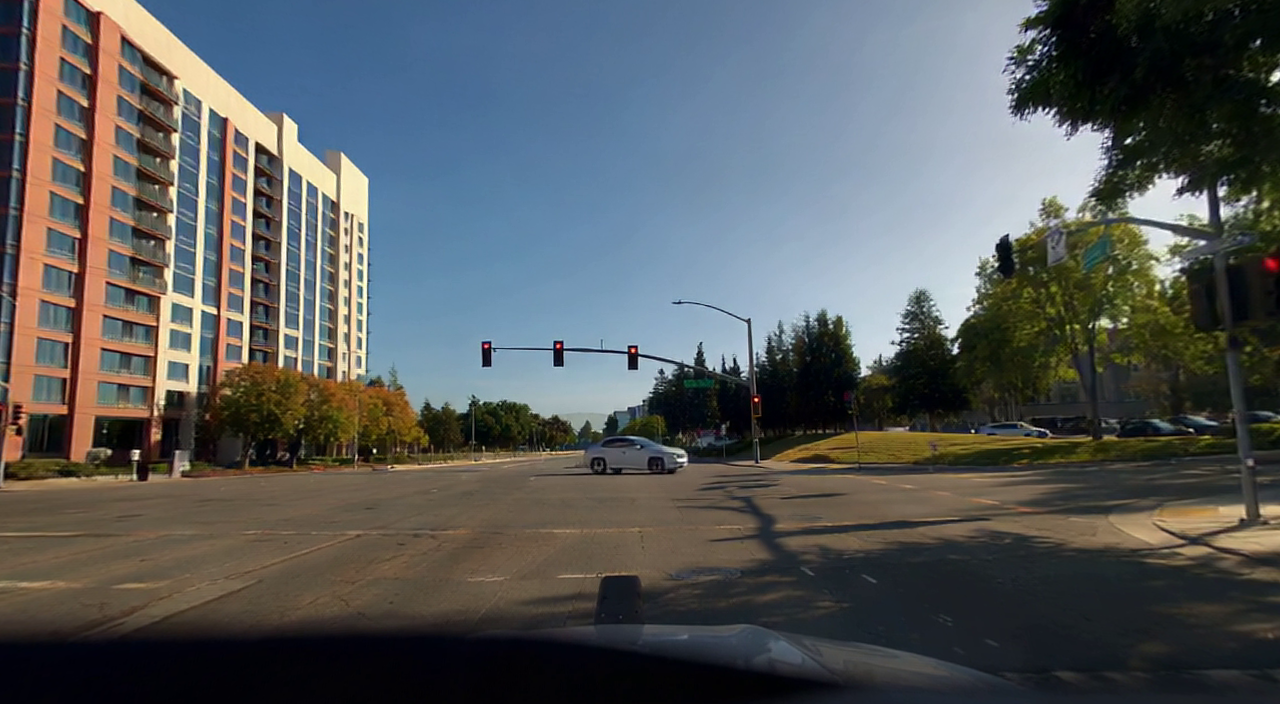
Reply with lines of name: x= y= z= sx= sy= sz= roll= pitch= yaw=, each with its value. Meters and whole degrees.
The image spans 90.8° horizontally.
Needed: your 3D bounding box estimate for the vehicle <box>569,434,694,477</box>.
vehicle: x=-0.414 y=4.697 z=28.898 sx=5.357 sy=1.814 sz=2.141 roll=-5 pitch=-10 yaw=29
